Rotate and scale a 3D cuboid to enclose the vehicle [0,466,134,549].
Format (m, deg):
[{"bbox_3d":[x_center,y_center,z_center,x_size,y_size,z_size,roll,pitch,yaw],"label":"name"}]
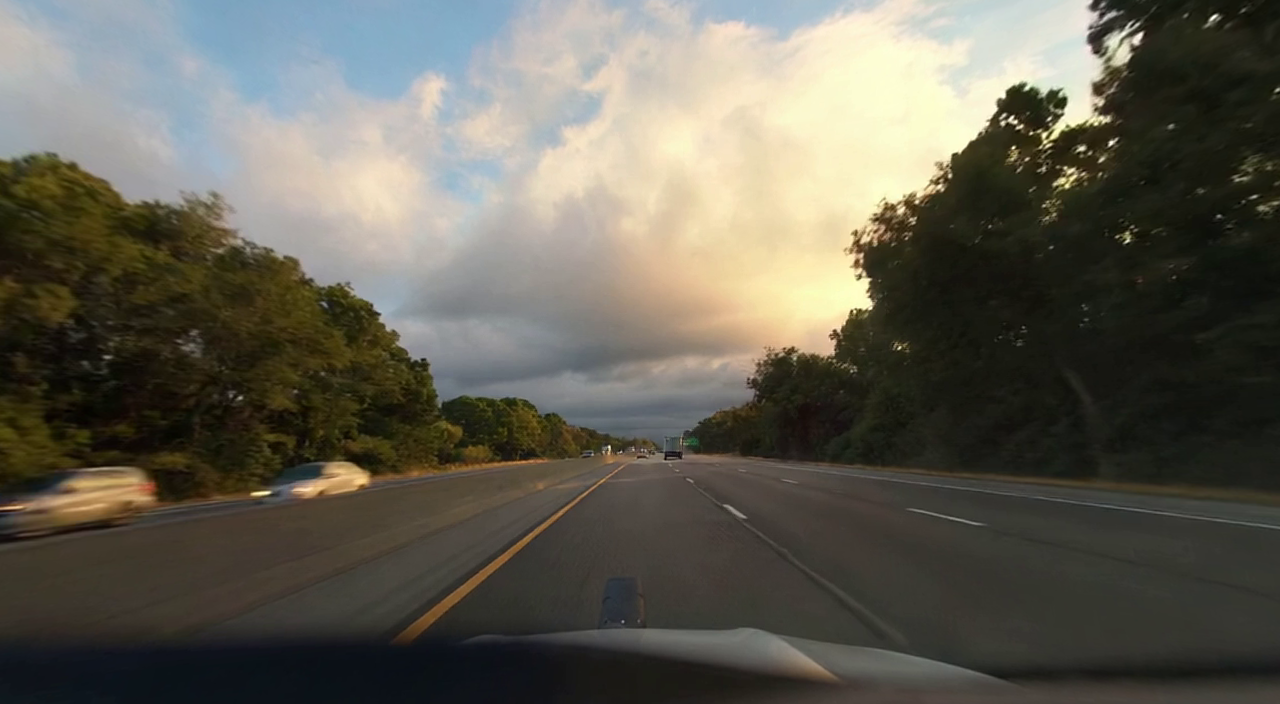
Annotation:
[{"bbox_3d":[-13.063,3.130,12.893,1.850,1.475,4.290,0,-9,0],"label":"vehicle"}]
